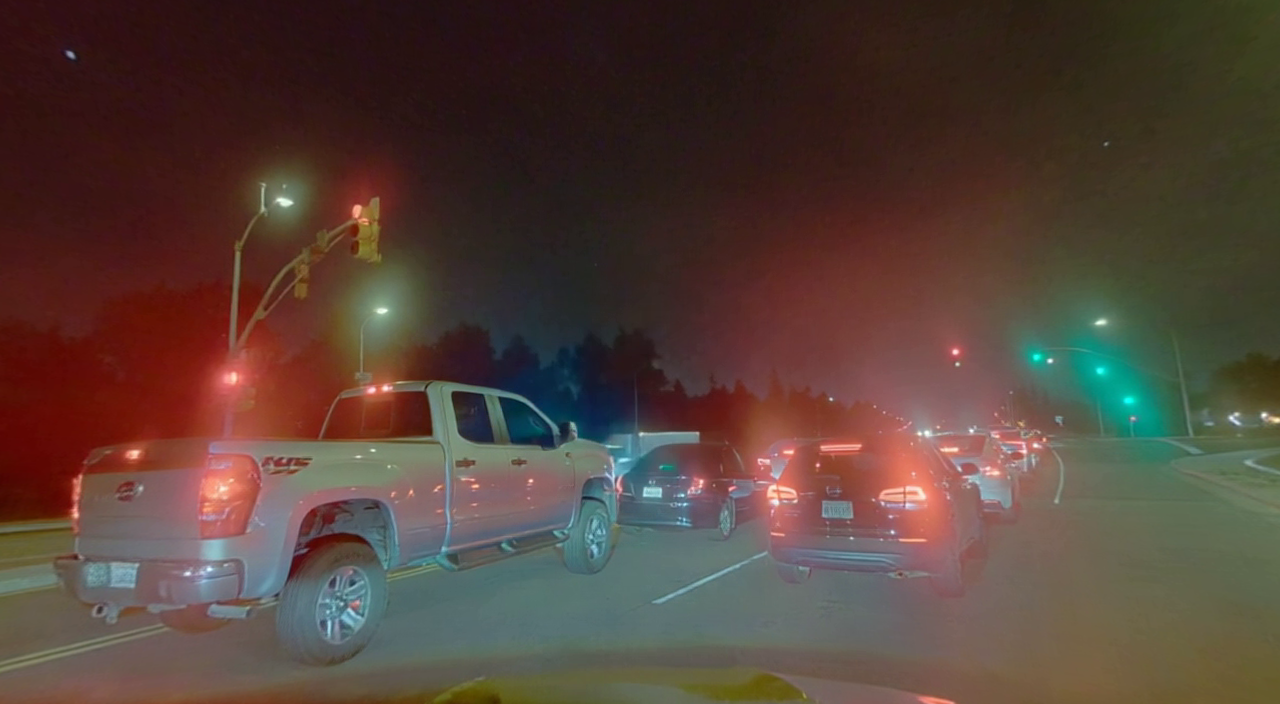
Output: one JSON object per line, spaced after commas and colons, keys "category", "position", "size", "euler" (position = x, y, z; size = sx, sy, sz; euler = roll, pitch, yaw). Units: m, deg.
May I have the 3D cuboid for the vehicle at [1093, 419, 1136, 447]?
{"category": "vehicle", "position": [32.816, 5.671, 43.717], "size": [2.160, 1.790, 4.303], "euler": [-6, -10, 35]}

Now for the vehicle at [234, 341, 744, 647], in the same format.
{"category": "vehicle", "position": [-0.876, 1.398, 7.463], "size": [2.272, 2.016, 6.146], "euler": [-5, -10, 27]}

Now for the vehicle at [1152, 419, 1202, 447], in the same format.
{"category": "vehicle", "position": [35.785, 5.474, 42.185], "size": [2.183, 1.714, 4.491], "euler": [-7, -11, 37]}

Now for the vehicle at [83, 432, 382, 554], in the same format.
{"category": "vehicle", "position": [-8.321, 2.799, 13.451], "size": [2.174, 2.057, 4.738], "euler": [-6, -10, 33]}

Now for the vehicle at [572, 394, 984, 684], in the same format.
{"category": "vehicle", "position": [1.723, 1.377, 5.994], "size": [2.027, 1.549, 4.801], "euler": [-6, -10, 35]}
